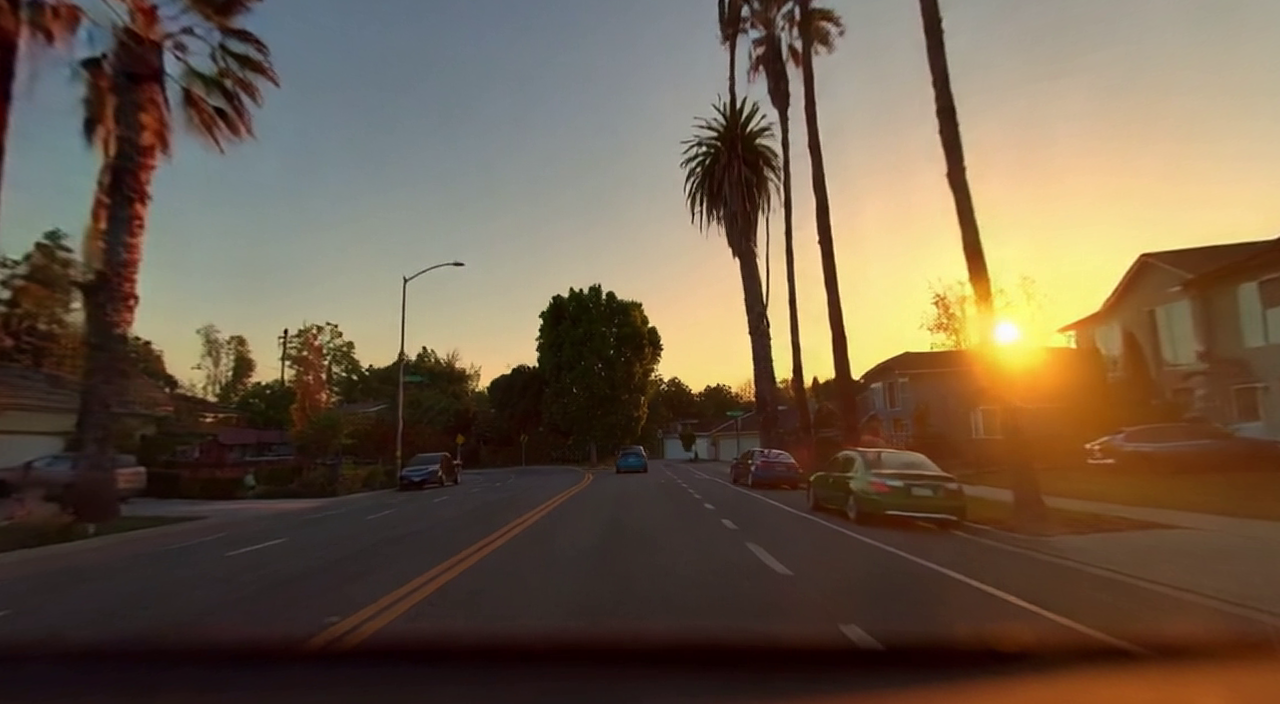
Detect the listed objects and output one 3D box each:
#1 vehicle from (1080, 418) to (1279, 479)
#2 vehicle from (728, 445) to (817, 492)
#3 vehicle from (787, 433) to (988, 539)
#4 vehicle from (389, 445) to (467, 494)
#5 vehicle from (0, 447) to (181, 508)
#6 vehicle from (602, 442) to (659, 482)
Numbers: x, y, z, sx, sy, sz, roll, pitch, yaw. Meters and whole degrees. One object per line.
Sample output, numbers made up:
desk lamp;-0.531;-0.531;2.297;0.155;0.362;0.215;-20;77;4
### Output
vehicle;14.256;2.495;16.389;4.225;1.480;1.887;0;-9;-1
vehicle;4.652;4.191;23.087;2.013;1.501;5.235;0;-9;-1
vehicle;4.539;2.533;12.723;2.017;1.646;5.389;0;-9;2
vehicle;-8.859;4.898;26.770;1.945;1.666;4.107;-3;-6;-1
vehicle;-15.762;3.358;17.211;4.654;1.490;2.381;0;-9;2
vehicle;-0.402;4.417;25.579;2.098;1.483;4.099;0;-9;-1
